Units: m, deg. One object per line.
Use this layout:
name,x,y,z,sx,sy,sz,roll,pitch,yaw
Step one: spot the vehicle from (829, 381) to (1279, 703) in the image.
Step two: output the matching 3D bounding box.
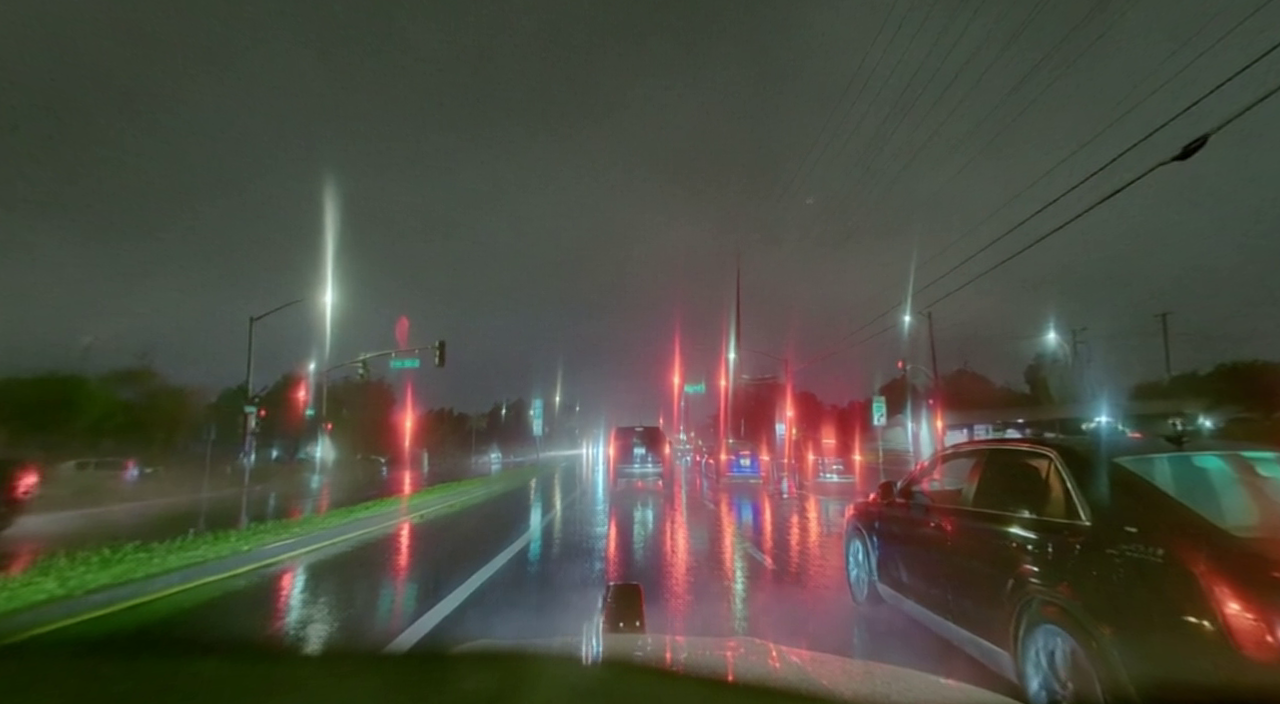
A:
vehicle,2.770,1.088,3.578,2.004,1.460,4.297,0,-9,-1

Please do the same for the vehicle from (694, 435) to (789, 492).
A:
vehicle,2.861,3.273,18.844,2.025,1.477,4.333,0,-9,-2

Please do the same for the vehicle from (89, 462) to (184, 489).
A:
vehicle,-33.212,8.151,41.777,4.550,1.601,1.766,1,-9,-5

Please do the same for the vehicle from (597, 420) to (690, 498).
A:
vehicle,0.078,2.939,17.703,2.236,1.856,4.816,0,-9,0
